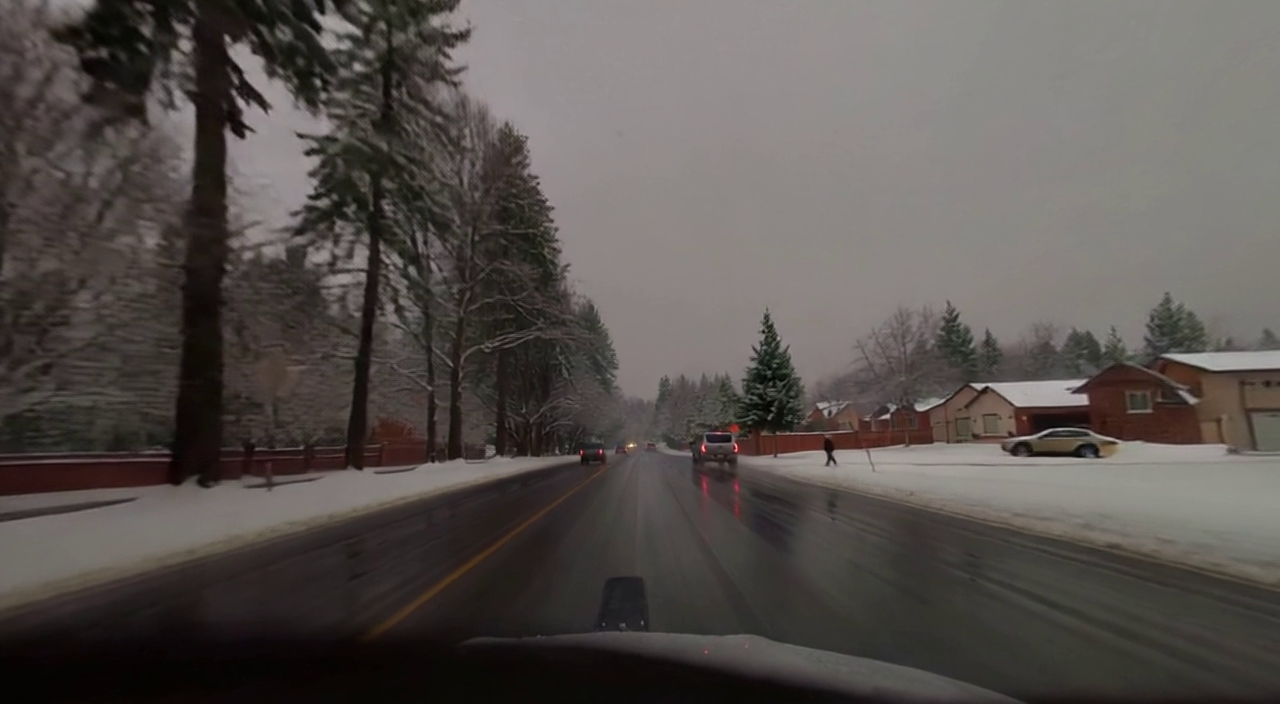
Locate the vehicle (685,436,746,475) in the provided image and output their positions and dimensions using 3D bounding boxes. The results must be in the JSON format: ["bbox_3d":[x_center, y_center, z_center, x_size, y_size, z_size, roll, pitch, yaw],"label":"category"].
[{"bbox_3d":[3.551,4.983,30.627,2.321,1.695,5.037,0,-8,-1],"label":"vehicle"}]

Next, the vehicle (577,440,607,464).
[{"bbox_3d":[-3.649,7.692,48.692,2.002,1.747,4.728,0,-8,0],"label":"vehicle"}]
